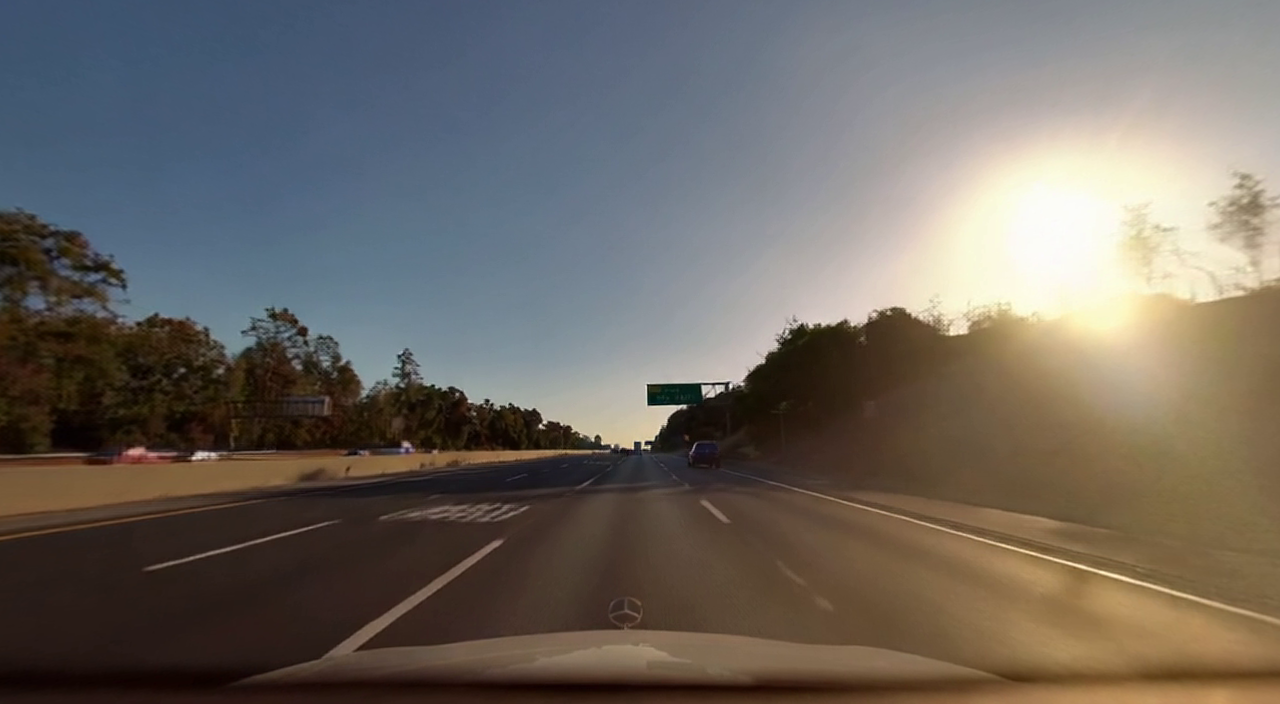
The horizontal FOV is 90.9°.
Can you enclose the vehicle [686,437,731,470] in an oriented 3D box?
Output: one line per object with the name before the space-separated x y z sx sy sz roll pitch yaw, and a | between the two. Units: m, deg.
vehicle | 4.185 6.284 39.244 2.172 1.930 4.879 0 -8 -1
